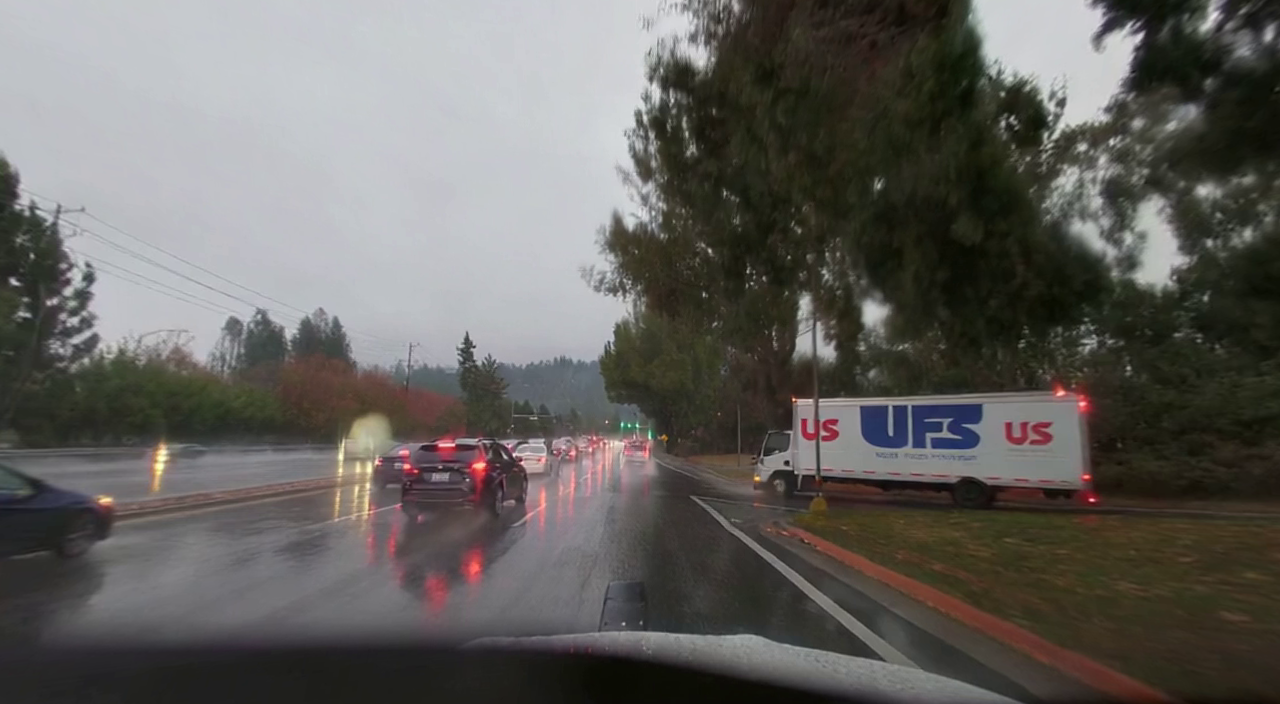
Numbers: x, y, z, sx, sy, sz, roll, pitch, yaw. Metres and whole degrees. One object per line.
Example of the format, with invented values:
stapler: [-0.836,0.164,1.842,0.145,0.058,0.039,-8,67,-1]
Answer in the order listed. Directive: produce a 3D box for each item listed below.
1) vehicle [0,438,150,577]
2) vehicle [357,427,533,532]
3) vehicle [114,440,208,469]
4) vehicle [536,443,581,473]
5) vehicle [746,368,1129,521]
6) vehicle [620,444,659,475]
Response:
vehicle: [-7.830,1.627,6.440,1.922,1.473,4.640,0,-8,0]
vehicle: [-3.535,2.395,12.460,2.007,1.664,4.431,0,-8,1]
vehicle: [-26.449,5.667,35.046,1.822,1.472,4.553,0,-8,-3]
vehicle: [-4.368,5.686,34.216,1.871,1.502,4.240,0,-8,0]
vehicle: [7.416,2.492,17.136,3.138,3.120,8.670,8,-12,-44]
vehicle: [-0.064,5.525,32.636,1.875,1.453,3.888,0,-8,-1]
